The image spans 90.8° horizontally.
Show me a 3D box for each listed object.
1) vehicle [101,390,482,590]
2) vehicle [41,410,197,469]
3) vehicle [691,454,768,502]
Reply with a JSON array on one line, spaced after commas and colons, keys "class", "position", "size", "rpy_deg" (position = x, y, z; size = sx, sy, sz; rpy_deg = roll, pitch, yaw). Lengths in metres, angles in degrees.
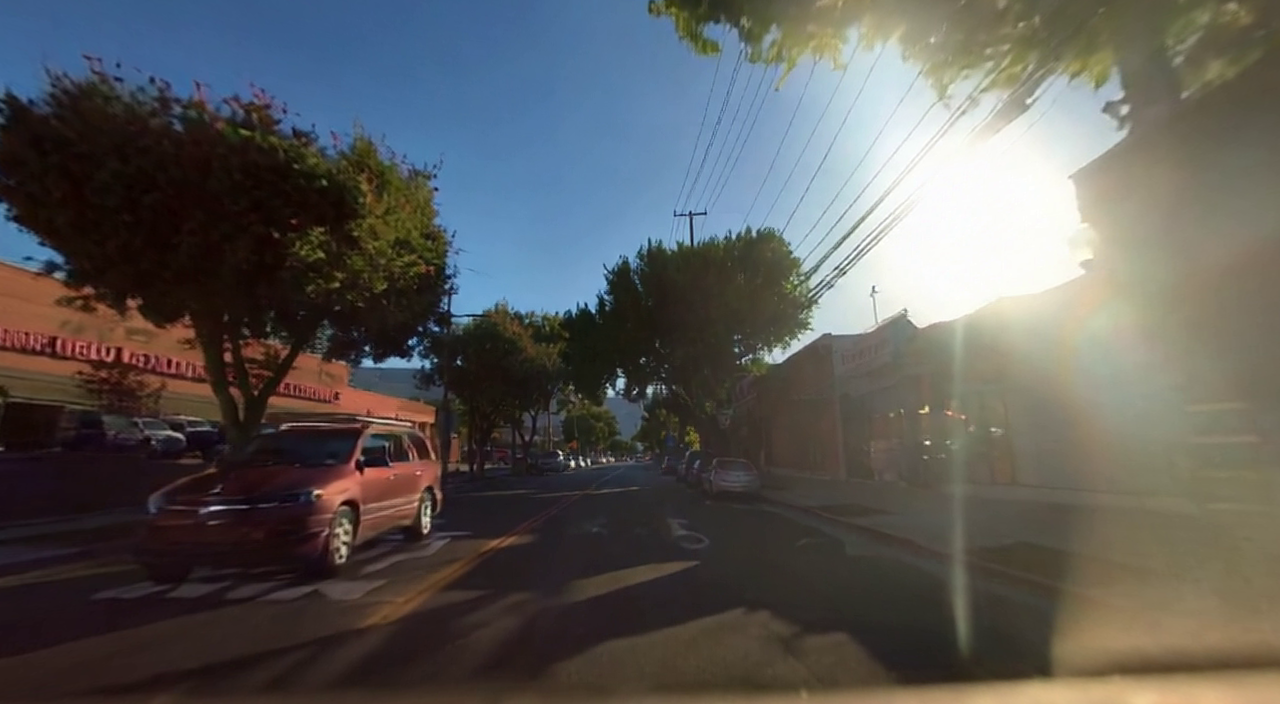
[{"class": "vehicle", "position": [-4.073, 1.723, 8.770], "size": [2.495, 1.966, 4.846], "rpy_deg": [0, -8, 0]}, {"class": "vehicle", "position": [-24.405, 4.189, 30.026], "size": [2.288, 2.514, 5.886], "rpy_deg": [0, -8, 1]}, {"class": "vehicle", "position": [2.907, 4.202, 21.419], "size": [1.877, 1.373, 3.854], "rpy_deg": [0, -8, -3]}]
